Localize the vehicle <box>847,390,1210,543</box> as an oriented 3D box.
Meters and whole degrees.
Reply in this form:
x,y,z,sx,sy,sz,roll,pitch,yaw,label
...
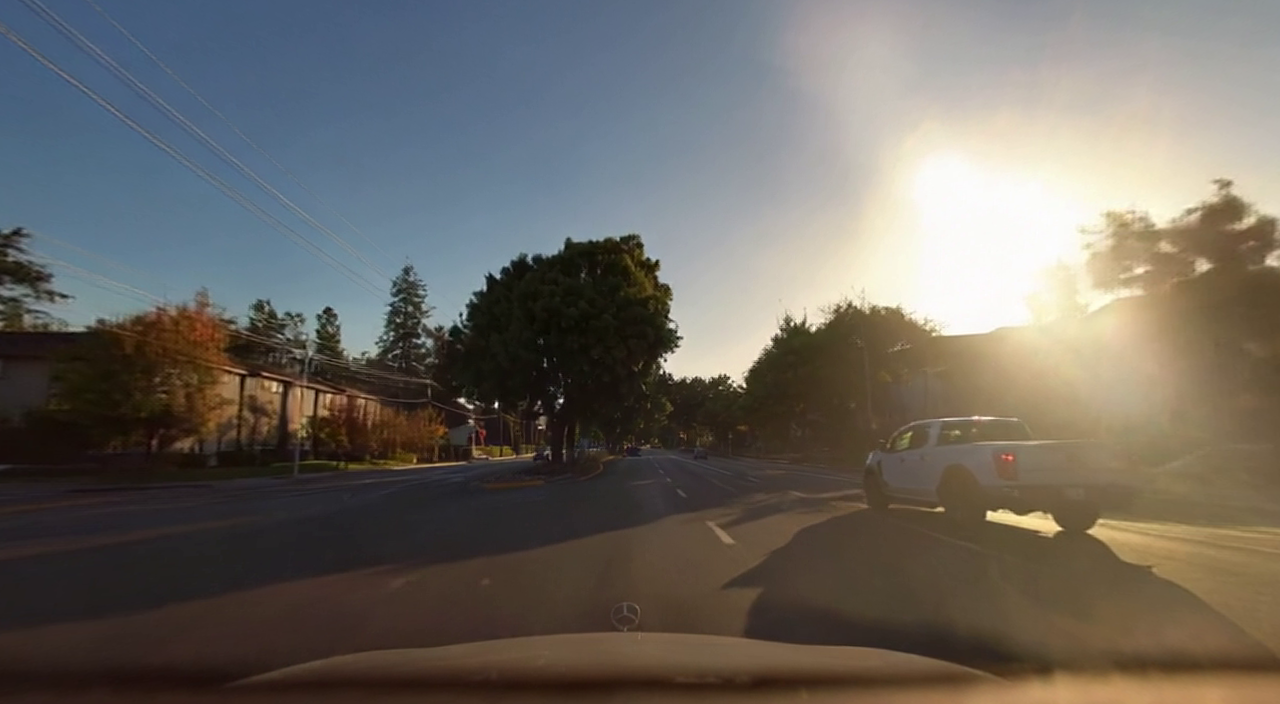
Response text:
x,y,z,sx,sy,sz,roll,pitch,yaw,label
6.034,1.935,11.278,2.493,1.956,6.125,0,-9,-1,vehicle
